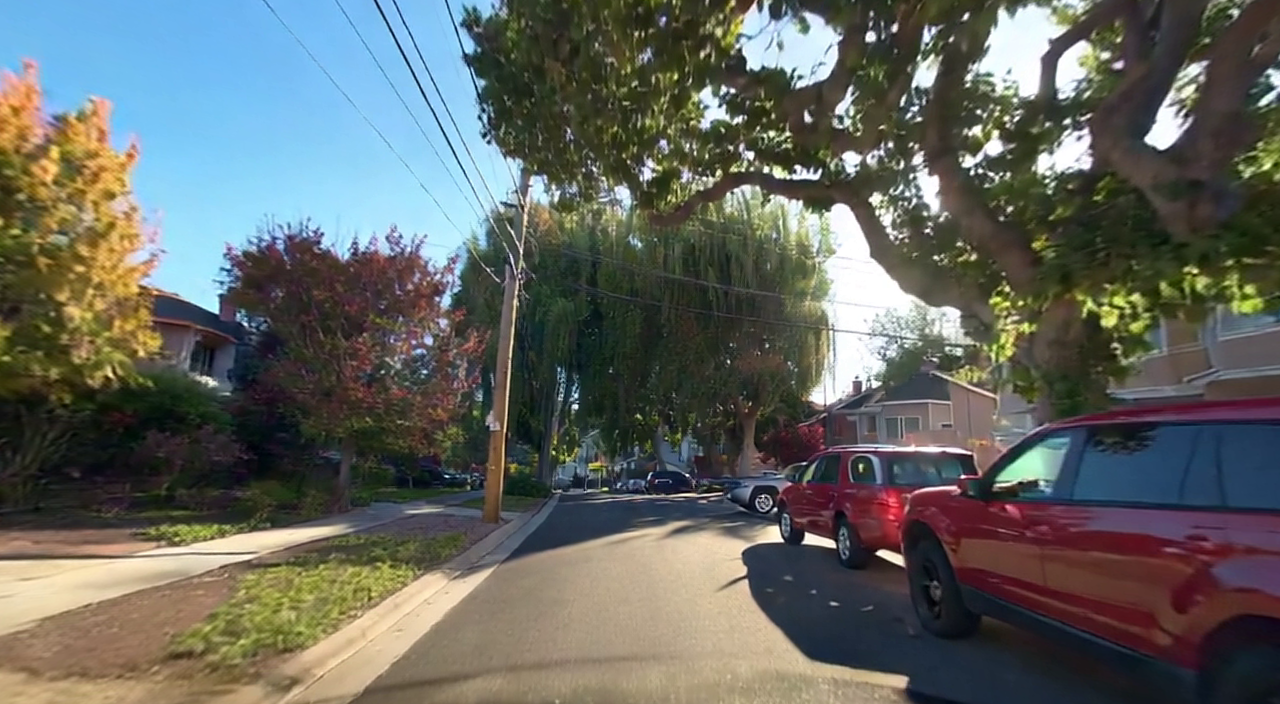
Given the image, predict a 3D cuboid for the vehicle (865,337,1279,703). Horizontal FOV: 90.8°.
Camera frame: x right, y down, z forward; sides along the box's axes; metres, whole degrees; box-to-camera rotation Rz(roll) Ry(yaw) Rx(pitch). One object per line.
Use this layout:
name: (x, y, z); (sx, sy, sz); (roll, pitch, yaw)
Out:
vehicle: (3.199, 1.016, 3.287); (2.076, 1.780, 4.959); (0, -9, -2)

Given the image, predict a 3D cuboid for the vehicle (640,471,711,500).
vehicle: (2.352, 8.877, 42.275); (4.413, 1.728, 1.869); (1, -9, -10)
